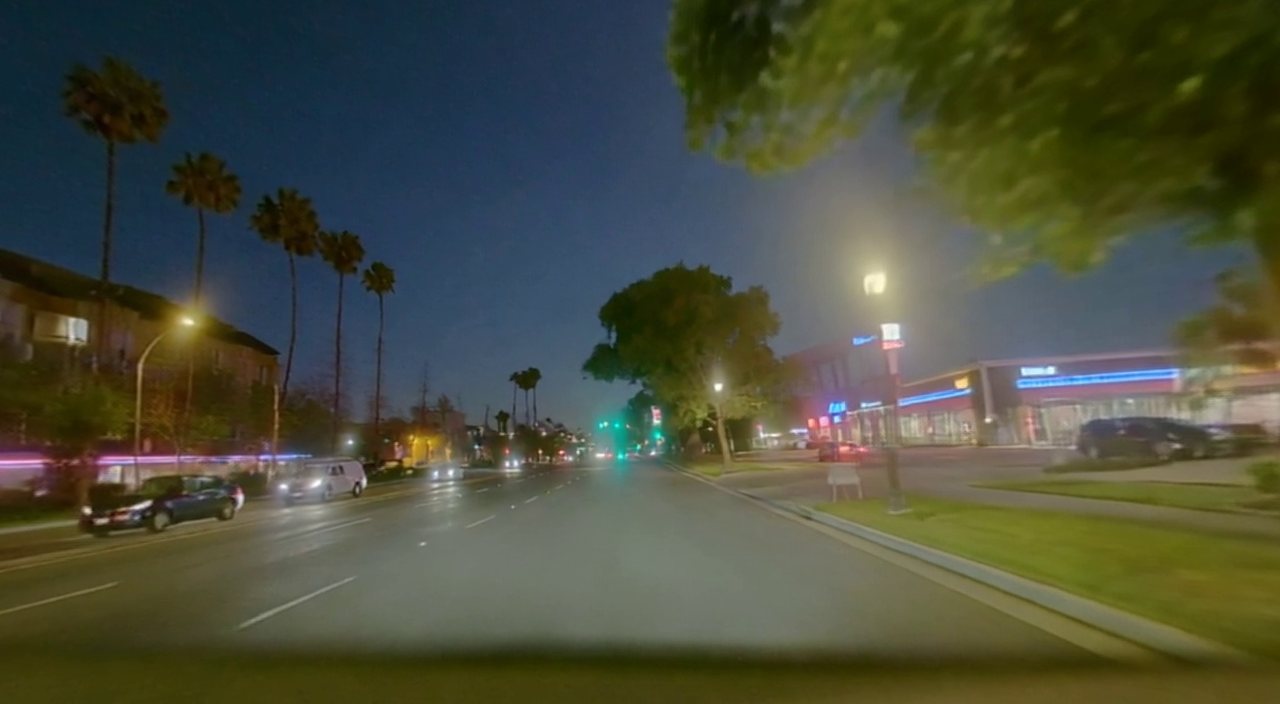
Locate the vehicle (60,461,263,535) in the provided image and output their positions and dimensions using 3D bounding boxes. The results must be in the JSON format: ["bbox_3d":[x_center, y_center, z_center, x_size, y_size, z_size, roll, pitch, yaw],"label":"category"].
[{"bbox_3d":[-13.055,3.969,17.736,2.199,1.696,4.440,0,-9,0],"label":"vehicle"}]

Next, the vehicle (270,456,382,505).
[{"bbox_3d":[-13.220,5.420,27.034,2.306,1.807,4.927,0,-9,-1],"label":"vehicle"}]
